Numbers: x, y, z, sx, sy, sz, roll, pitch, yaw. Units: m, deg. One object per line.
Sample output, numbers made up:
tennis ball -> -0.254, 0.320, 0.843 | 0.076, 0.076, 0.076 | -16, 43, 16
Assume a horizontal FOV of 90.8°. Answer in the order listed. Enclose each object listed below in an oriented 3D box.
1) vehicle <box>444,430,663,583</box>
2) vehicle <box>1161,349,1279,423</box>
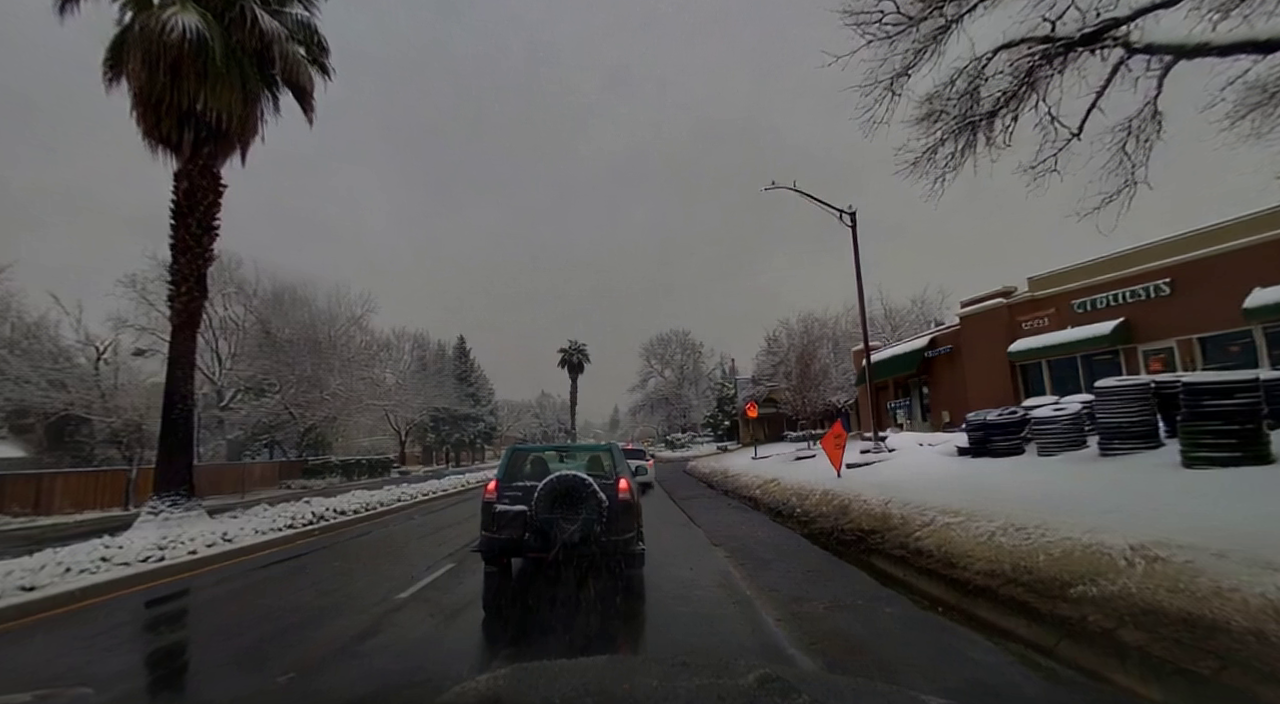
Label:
vehicle -> -0.917, 1.846, 8.393 | 2.169, 1.495, 4.048 | 0, -8, -2
vehicle -> 16.532, 1.026, 17.124 | 1.810, 1.669, 3.883 | -1, -9, 7
